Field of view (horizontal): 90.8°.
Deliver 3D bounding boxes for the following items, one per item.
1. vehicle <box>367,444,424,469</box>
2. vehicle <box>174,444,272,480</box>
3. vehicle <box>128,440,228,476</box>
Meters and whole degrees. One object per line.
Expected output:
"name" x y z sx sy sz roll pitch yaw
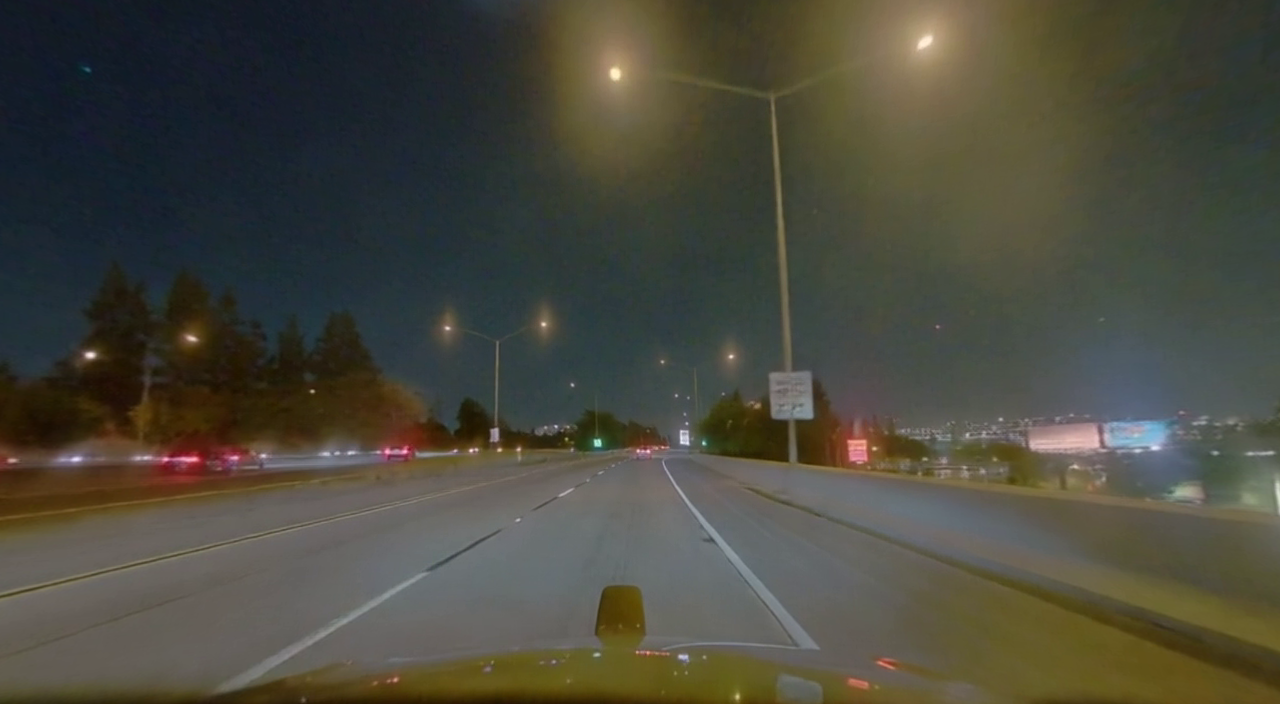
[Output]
"vehicle" -16.072 6.900 41.748 2.271 1.537 4.029 0 -9 -3
"vehicle" -19.486 5.141 29.808 1.829 1.520 4.505 1 -9 -5
"vehicle" -23.618 5.420 32.562 2.049 1.718 4.445 1 -9 -5
